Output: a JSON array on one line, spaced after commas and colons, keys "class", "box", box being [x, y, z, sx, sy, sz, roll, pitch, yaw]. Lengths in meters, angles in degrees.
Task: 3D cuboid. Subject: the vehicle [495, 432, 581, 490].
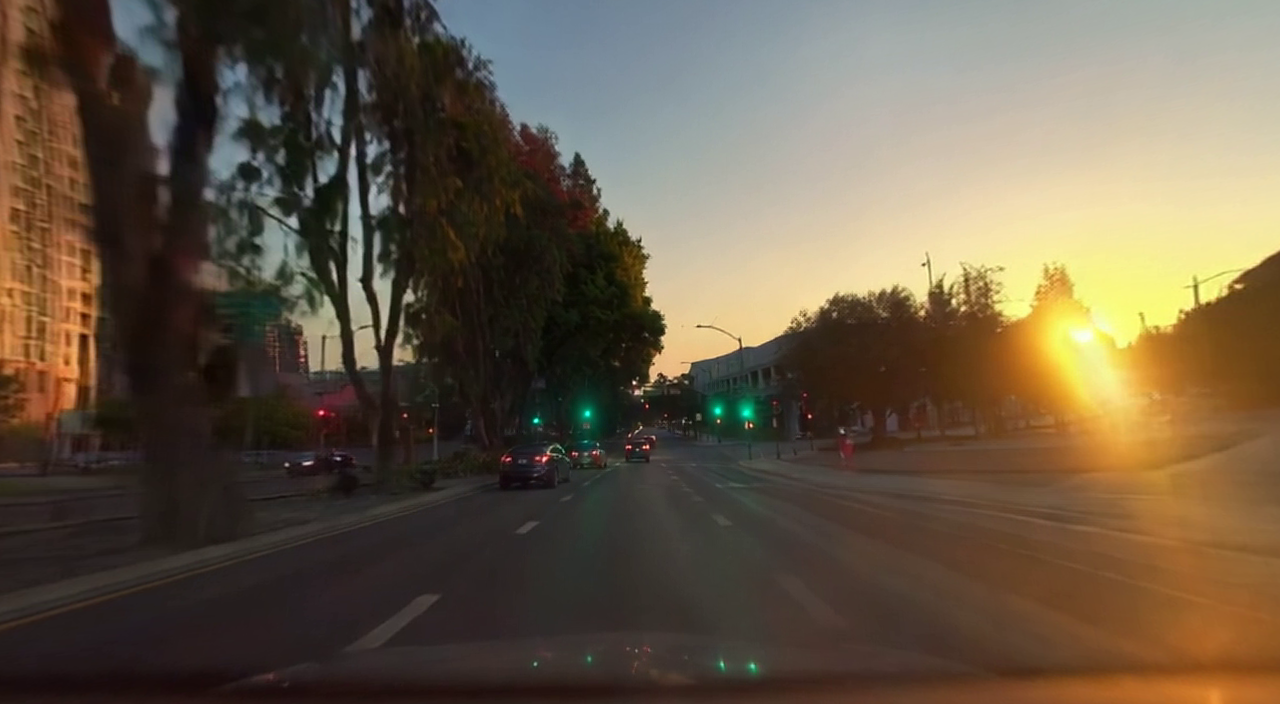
[{"class": "vehicle", "box": [-3.274, 3.605, 21.212, 2.116, 1.725, 4.315, -1, -9, 1]}]

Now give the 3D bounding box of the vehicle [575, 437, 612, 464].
[{"class": "vehicle", "box": [-3.213, 6.973, 44.790, 2.152, 1.802, 4.628, -1, -8, 1]}]

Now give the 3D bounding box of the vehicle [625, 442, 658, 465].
[{"class": "vehicle", "box": [0.113, 6.758, 42.062, 2.095, 1.438, 3.843, 0, -8, 0]}]
